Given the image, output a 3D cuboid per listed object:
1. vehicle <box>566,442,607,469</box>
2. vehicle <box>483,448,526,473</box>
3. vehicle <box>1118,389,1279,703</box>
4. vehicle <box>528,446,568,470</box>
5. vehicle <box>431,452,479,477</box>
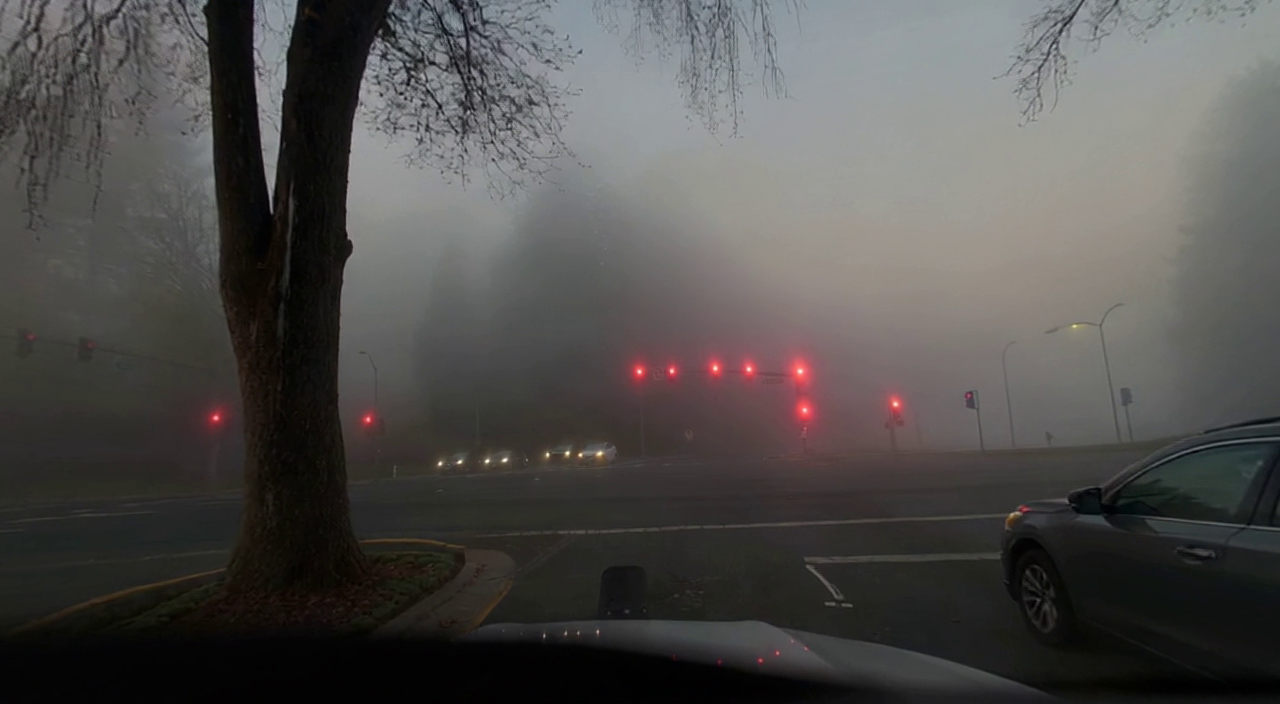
[{"bbox_3d":[-3.602,7.108,43.353,2.215,1.732,4.684,-1,-9,3],"label":"vehicle"},{"bbox_3d":[-9.796,7.852,45.905,2.064,1.725,4.243,0,-9,1],"label":"vehicle"},{"bbox_3d":[3.050,0.612,0.410,1.978,1.468,4.544,0,-9,1],"label":"vehicle"},{"bbox_3d":[-6.580,7.623,45.494,2.126,1.657,4.307,-1,-9,2],"label":"vehicle"},{"bbox_3d":[-13.412,8.177,45.974,2.101,1.637,4.304,0,-9,1],"label":"vehicle"}]
